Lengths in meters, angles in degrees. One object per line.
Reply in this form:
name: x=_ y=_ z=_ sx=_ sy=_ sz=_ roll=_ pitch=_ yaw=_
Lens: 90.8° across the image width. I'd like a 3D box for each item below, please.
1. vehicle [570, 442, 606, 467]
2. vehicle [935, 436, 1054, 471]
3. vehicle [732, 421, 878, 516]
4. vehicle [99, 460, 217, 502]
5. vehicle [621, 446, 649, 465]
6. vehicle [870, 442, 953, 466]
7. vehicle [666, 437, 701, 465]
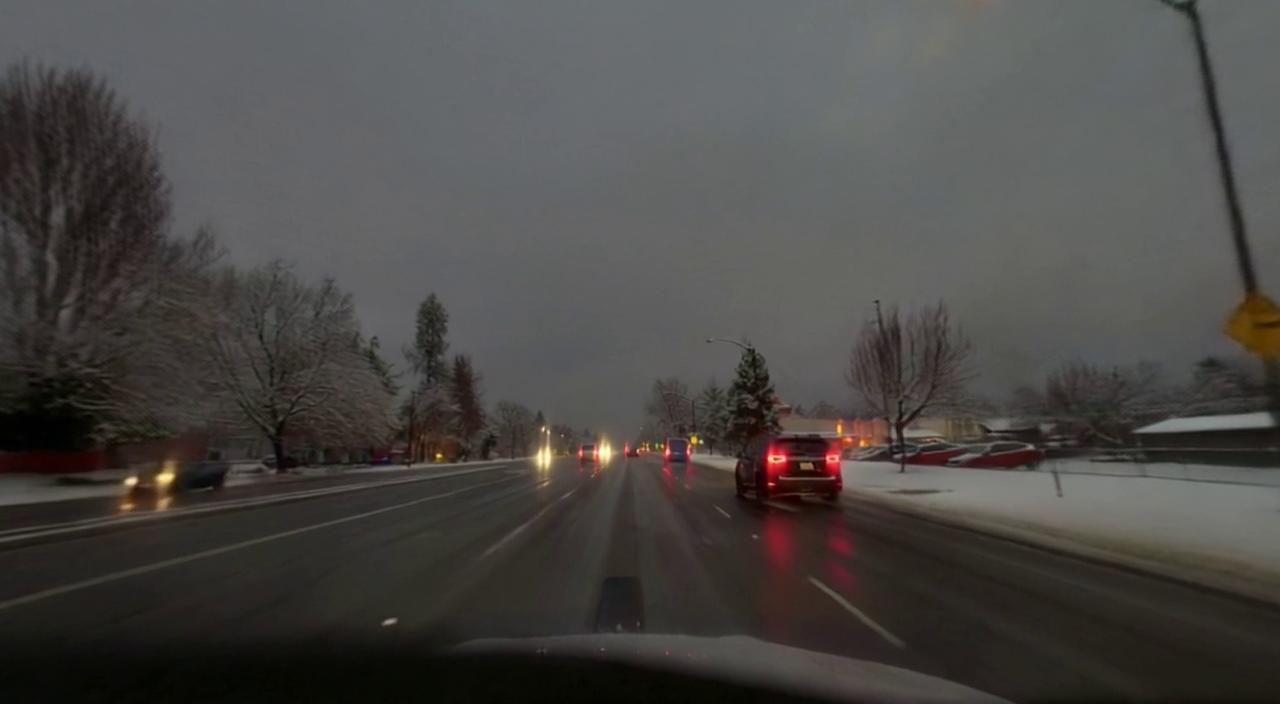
vehicle: x=-3.925 y=7.825 z=48.535 sx=2.220 sy=1.793 sz=4.885 roll=0 pitch=-9 yaw=1
vehicle: x=18.024 y=5.166 z=32.213 sx=4.970 sy=1.700 sz=2.108 roll=2 pitch=-9 yaw=-11
vehicle: x=3.520 y=2.595 z=14.475 sx=2.060 sy=1.816 sz=4.343 roll=0 pitch=-9 yaw=-2
vehicle: x=-20.569 y=5.493 z=27.204 sx=1.823 sy=1.561 sz=3.987 roll=0 pitch=-9 yaw=1
vehicle: x=-0.395 y=8.102 z=49.559 sx=2.074 sy=1.463 sz=4.016 roll=0 pitch=-9 yaw=-1
vehicle: x=16.795 y=6.307 z=39.174 sx=4.203 sy=1.424 sz=2.077 roll=2 pitch=-9 yaw=-11
vehicle: x=3.324 y=7.689 z=49.110 sx=2.197 sy=2.034 sz=4.667 roll=1 pitch=-9 yaw=-2
